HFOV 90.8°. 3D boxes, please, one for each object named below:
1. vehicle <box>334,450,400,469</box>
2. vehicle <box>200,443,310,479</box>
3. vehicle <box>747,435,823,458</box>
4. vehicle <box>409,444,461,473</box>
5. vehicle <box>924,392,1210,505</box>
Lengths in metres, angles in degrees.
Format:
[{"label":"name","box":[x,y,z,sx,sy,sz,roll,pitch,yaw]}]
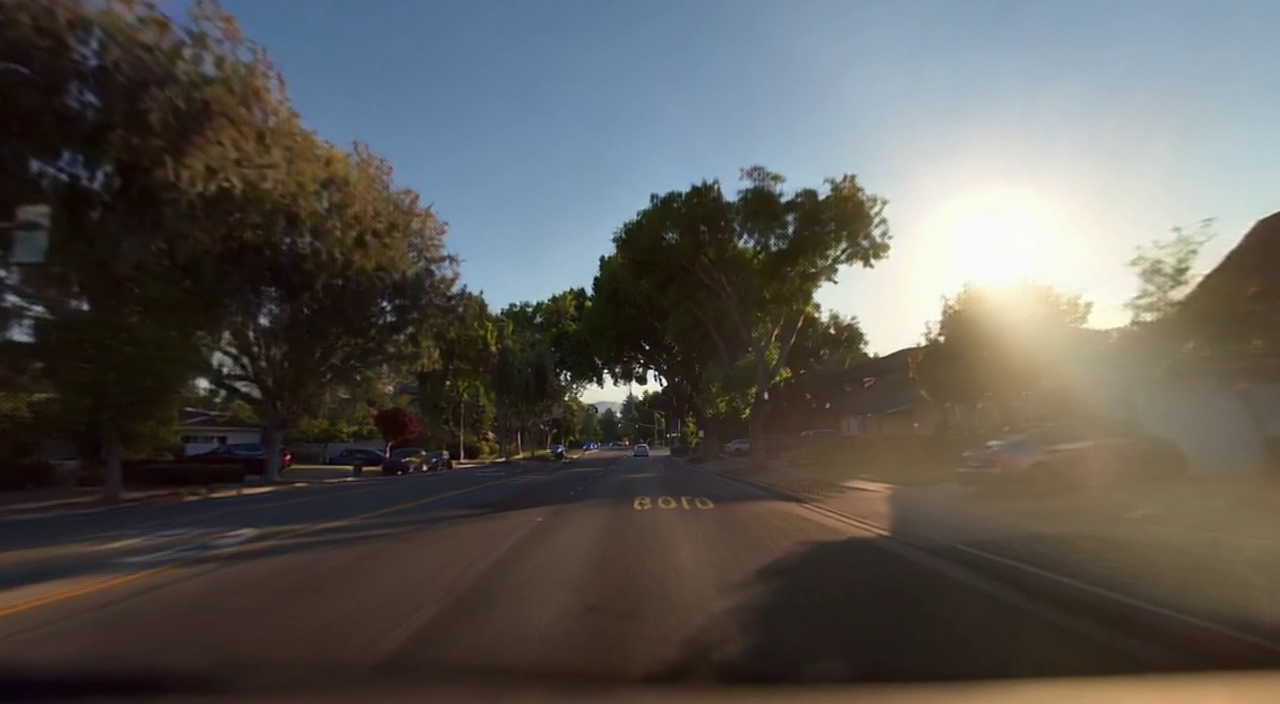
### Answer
[{"label":"vehicle","box":[-21.195,8.326,49.101,4.284,1.431,1.811,0,-8,0]},{"label":"vehicle","box":[-21.219,6.002,34.966,4.756,1.869,2.042,-1,-8,3]},{"label":"vehicle","box":[9.944,6.525,43.551,4.660,1.513,2.067,0,-8,-4]},{"label":"vehicle","box":[-14.487,7.509,44.953,2.008,1.908,5.305,0,-8,-1]},{"label":"vehicle","box":[9.201,2.095,13.911,4.790,1.681,2.029,-7,-8,-5]}]
